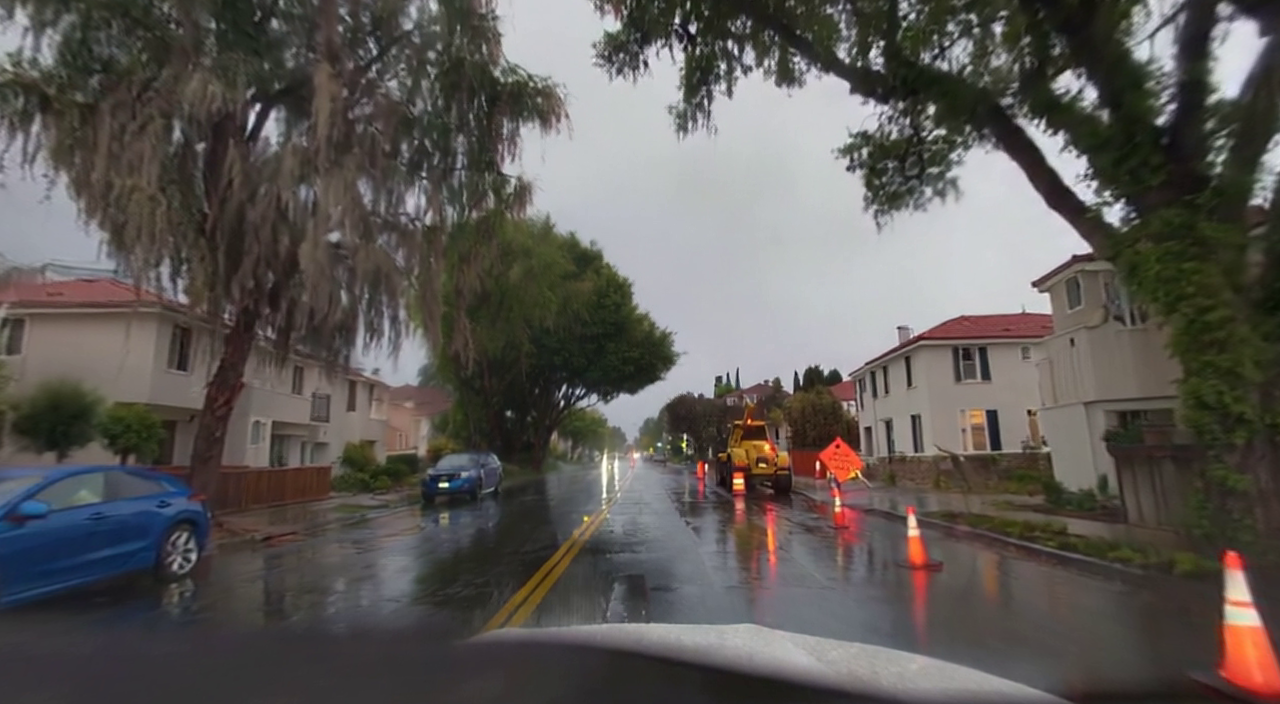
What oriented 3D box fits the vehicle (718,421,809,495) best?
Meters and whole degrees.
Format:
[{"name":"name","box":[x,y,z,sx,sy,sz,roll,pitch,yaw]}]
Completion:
[{"name":"vehicle","box":[4.670,4.075,24.541,2.501,2.613,3.505,1,-9,-6]}]

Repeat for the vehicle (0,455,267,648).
[{"name":"vehicle","box":[-6.482,1.964,6.746,1.974,1.479,4.888,0,-7,1]}]

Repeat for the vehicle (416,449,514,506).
[{"name":"vehicle","box":[-6.410,4.610,23.735,2.220,1.765,4.799,0,-7,1]}]
